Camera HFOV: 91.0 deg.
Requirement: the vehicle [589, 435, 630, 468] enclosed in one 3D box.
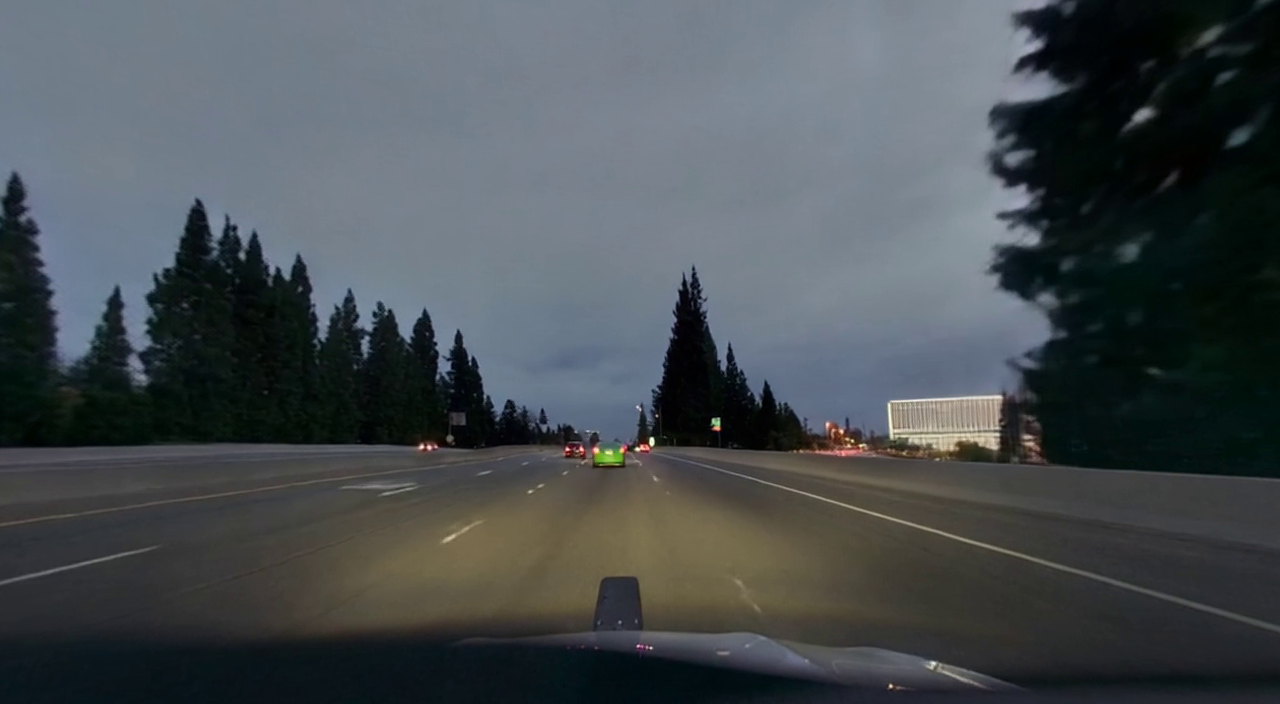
[{"bbox_3d":[-1.748,5.921,37.625,2.302,1.810,4.707,0,-8,-1],"label":"vehicle"}]
